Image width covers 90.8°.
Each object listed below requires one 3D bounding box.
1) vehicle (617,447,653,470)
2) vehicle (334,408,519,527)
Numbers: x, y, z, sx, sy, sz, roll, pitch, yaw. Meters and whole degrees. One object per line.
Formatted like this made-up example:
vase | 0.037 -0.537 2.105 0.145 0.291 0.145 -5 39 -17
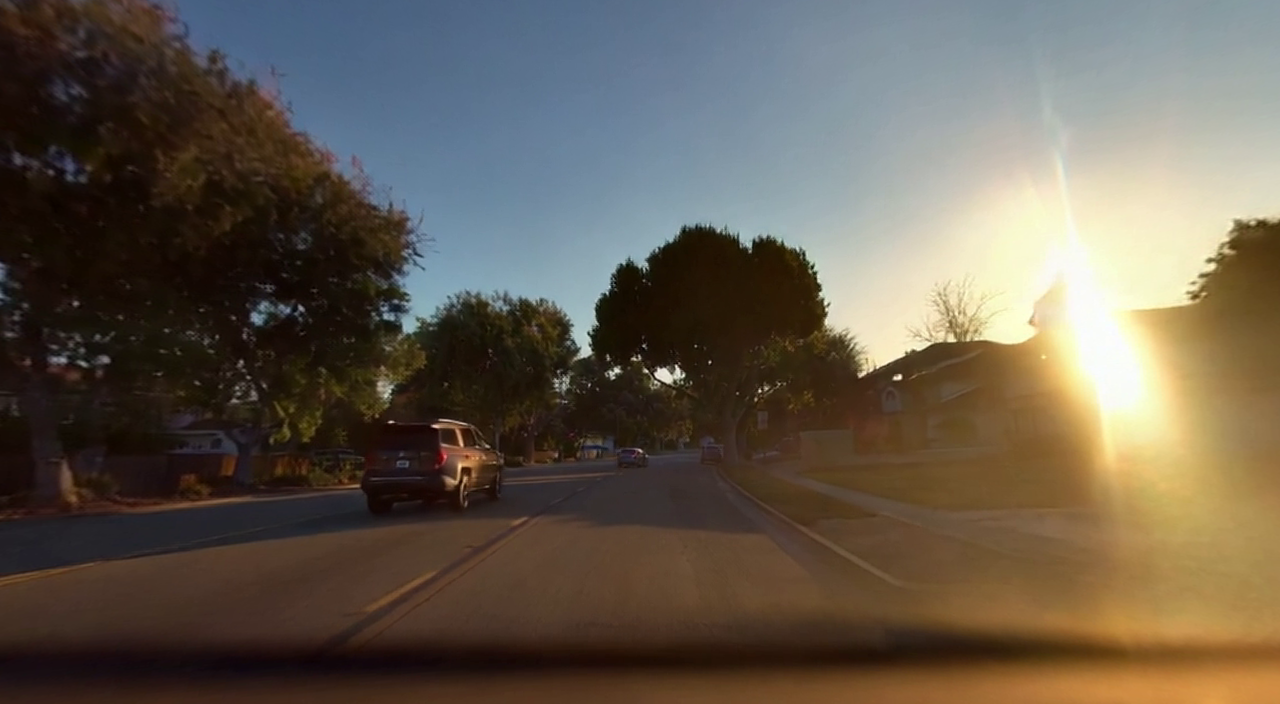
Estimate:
vehicle | -0.336 8.132 48.437 2.001 1.664 4.174 -1 -9 10
vehicle | -4.274 2.434 13.818 2.085 2.084 5.133 0 -9 2
